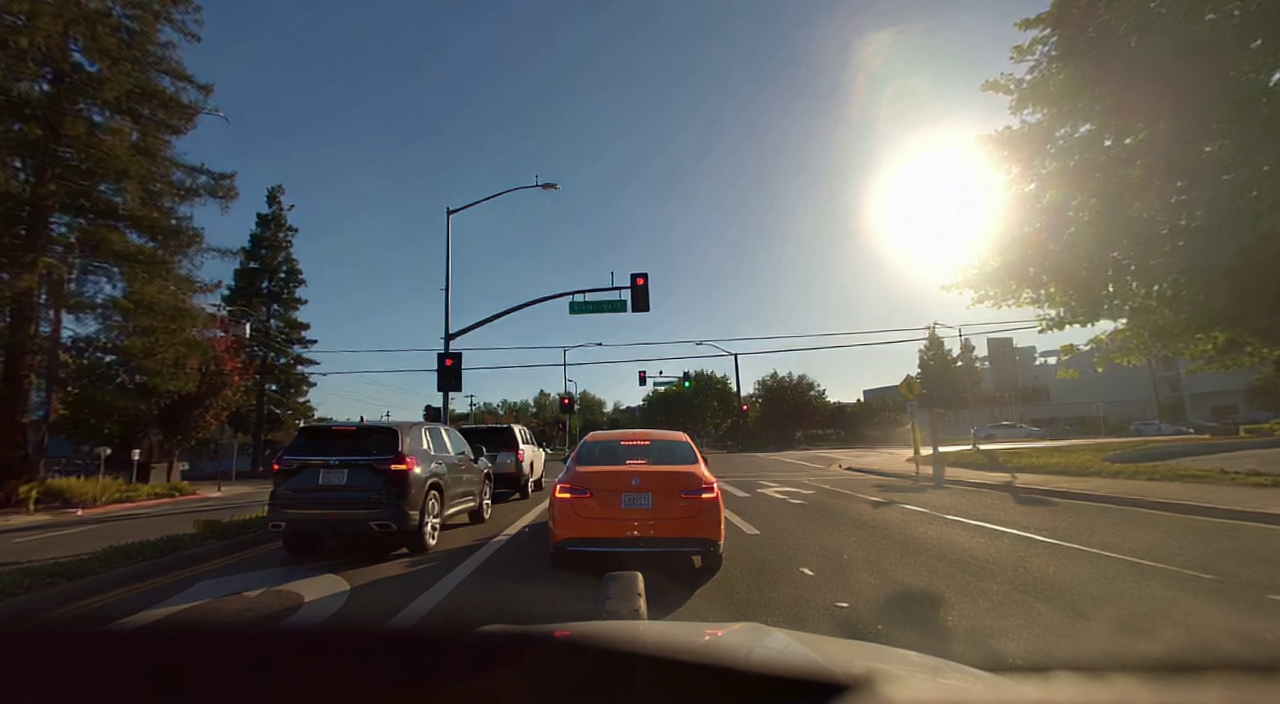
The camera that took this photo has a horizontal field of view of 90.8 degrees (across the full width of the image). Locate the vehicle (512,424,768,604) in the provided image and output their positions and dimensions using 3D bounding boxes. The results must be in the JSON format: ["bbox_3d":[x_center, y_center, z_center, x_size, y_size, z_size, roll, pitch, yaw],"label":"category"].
[{"bbox_3d":[-0.057,1.644,7.316,2.126,1.475,3.967,0,-8,-2],"label":"vehicle"}]

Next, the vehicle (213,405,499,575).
[{"bbox_3d":[-3.428,1.745,8.749,2.046,1.751,4.208,0,-8,-1],"label":"vehicle"}]
